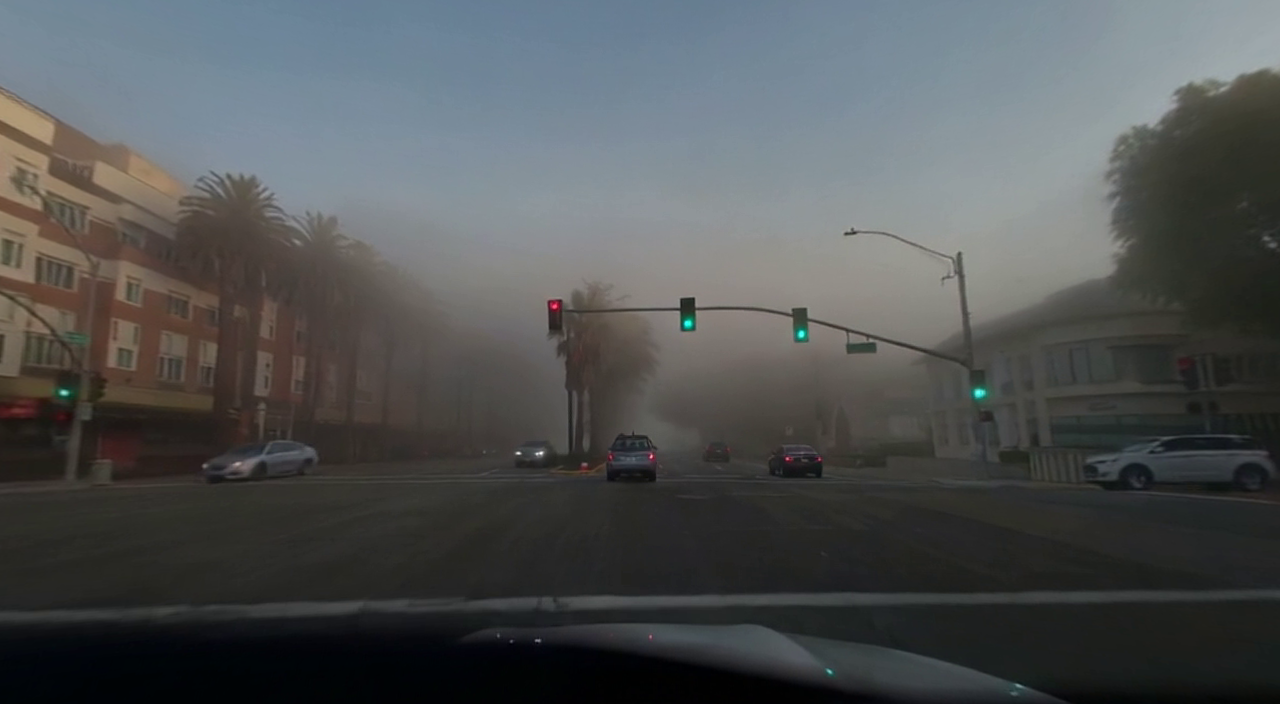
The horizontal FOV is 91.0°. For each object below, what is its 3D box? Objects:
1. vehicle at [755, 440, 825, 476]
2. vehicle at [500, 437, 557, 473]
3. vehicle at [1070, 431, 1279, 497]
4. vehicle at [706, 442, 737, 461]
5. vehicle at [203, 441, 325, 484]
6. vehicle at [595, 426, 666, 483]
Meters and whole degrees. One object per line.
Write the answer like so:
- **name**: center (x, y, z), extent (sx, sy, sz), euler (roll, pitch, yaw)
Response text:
- **vehicle**: center (6.716, 4.807, 28.757), extent (1.975, 1.483, 4.769), euler (0, -8, -1)
- **vehicle**: center (-5.310, 4.933, 30.495), extent (2.028, 1.489, 4.386), euler (-3, -8, -1)
- **vehicle**: center (15.351, 3.121, 17.758), extent (4.722, 1.695, 2.121), euler (-2, -9, 11)
- **vehicle**: center (6.388, 7.855, 49.829), extent (1.777, 1.443, 3.942), euler (0, -8, -2)
- **vehicle**: center (-14.770, 4.347, 25.113), extent (1.850, 1.544, 4.858), euler (0, -8, 0)
- **vehicle**: center (-0.306, 3.622, 22.444), extent (2.277, 1.816, 4.192), euler (0, -8, 0)
